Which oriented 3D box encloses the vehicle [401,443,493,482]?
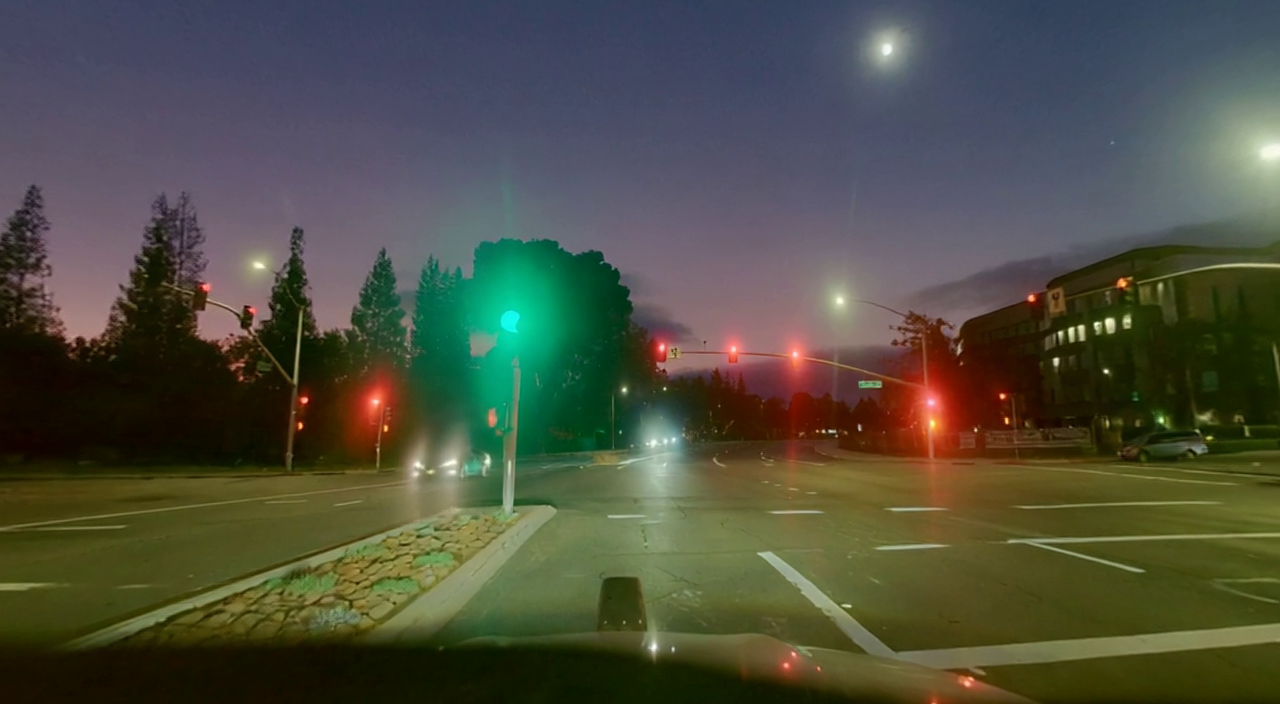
[{"bbox_3d":[-7.948,4.589,26.524,2.002,1.483,4.696,-1,-8,6],"label":"vehicle"}]

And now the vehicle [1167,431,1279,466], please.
[{"bbox_3d":[26.302,4.238,27.875,4.644,1.470,1.922,1,-8,-10],"label":"vehicle"}]

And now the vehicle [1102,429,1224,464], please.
[{"bbox_3d":[25.927,4.680,31.355,4.441,1.674,2.035,1,-8,-8],"label":"vehicle"}]

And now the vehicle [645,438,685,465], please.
[{"bbox_3d":[1.760,6.773,43.252,2.197,1.739,4.177,-2,-8,10],"label":"vehicle"}]
